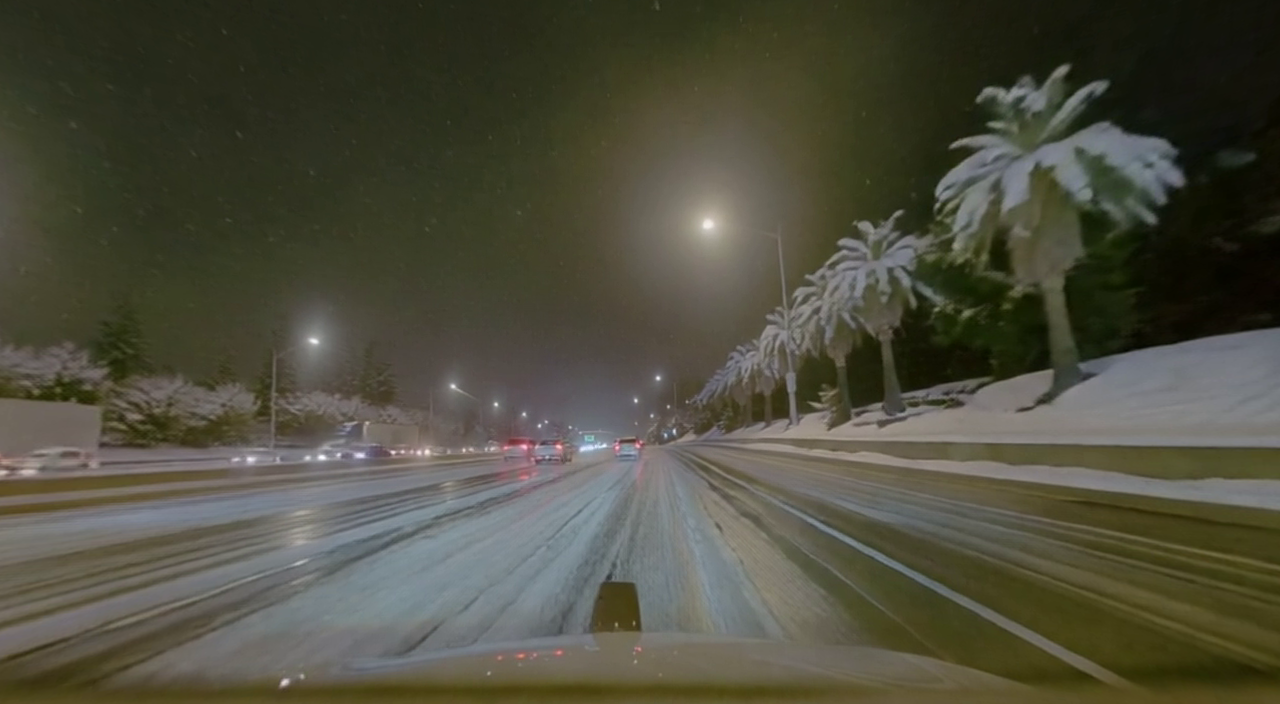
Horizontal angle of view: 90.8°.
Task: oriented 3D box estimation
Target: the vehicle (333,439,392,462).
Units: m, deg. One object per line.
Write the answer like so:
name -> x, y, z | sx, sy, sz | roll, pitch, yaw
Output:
vehicle -> -18.259, 6.494, 41.708 | 1.858, 1.476, 4.084 | -1, -9, 3

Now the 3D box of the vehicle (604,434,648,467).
vehicle -> -0.694, 5.334, 34.295 | 2.201, 1.672, 4.128 | 0, -8, 2

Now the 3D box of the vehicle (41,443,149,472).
vehicle -> -30.936, 5.969, 36.081 | 1.853, 1.506, 4.596 | -1, -8, 4

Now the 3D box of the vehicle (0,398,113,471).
vehicle -> -35.028, 4.650, 35.286 | 2.812, 3.781, 9.113 | -1, -8, 3

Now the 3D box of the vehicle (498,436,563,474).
vehicle -> -5.237, 5.001, 30.812 | 2.204, 1.677, 4.438 | -1, -8, 3

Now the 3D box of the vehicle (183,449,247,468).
vehicle -> -33.488, 8.394, 49.907 | 1.835, 1.425, 4.331 | -1, -9, 3
